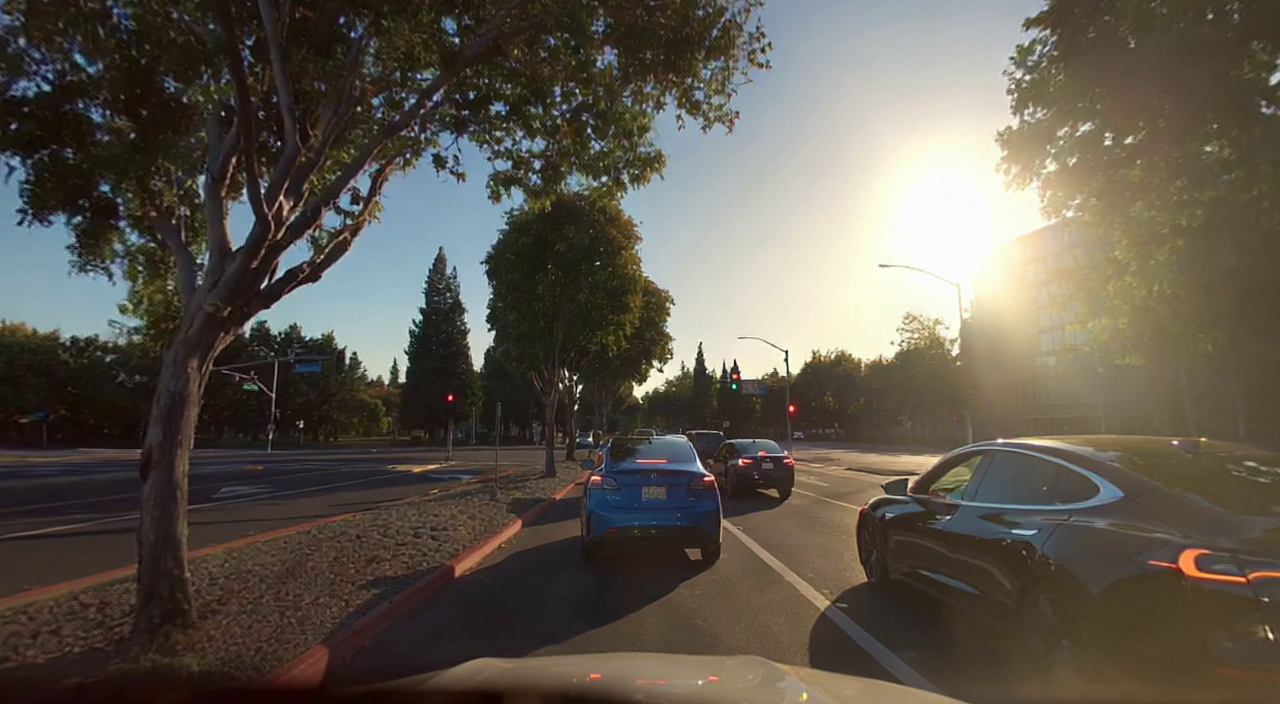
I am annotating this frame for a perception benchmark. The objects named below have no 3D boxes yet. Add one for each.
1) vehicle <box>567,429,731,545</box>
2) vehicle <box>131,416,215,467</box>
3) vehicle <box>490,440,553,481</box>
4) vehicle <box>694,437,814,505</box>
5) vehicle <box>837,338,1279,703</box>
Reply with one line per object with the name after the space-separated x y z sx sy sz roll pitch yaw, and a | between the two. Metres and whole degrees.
0.029 2.087 10.481 2.147 1.499 4.240 0 -8 -2 | vehicle
-29.260 5.617 39.706 2.608 2.990 3.026 2 -8 3 | vehicle
-4.633 4.290 25.273 1.972 1.457 4.171 0 -8 -4 | vehicle
2.698 2.932 16.037 2.058 1.466 4.208 0 -8 -3 | vehicle
3.191 1.106 4.295 2.167 1.676 4.443 0 -8 -1 | vehicle
